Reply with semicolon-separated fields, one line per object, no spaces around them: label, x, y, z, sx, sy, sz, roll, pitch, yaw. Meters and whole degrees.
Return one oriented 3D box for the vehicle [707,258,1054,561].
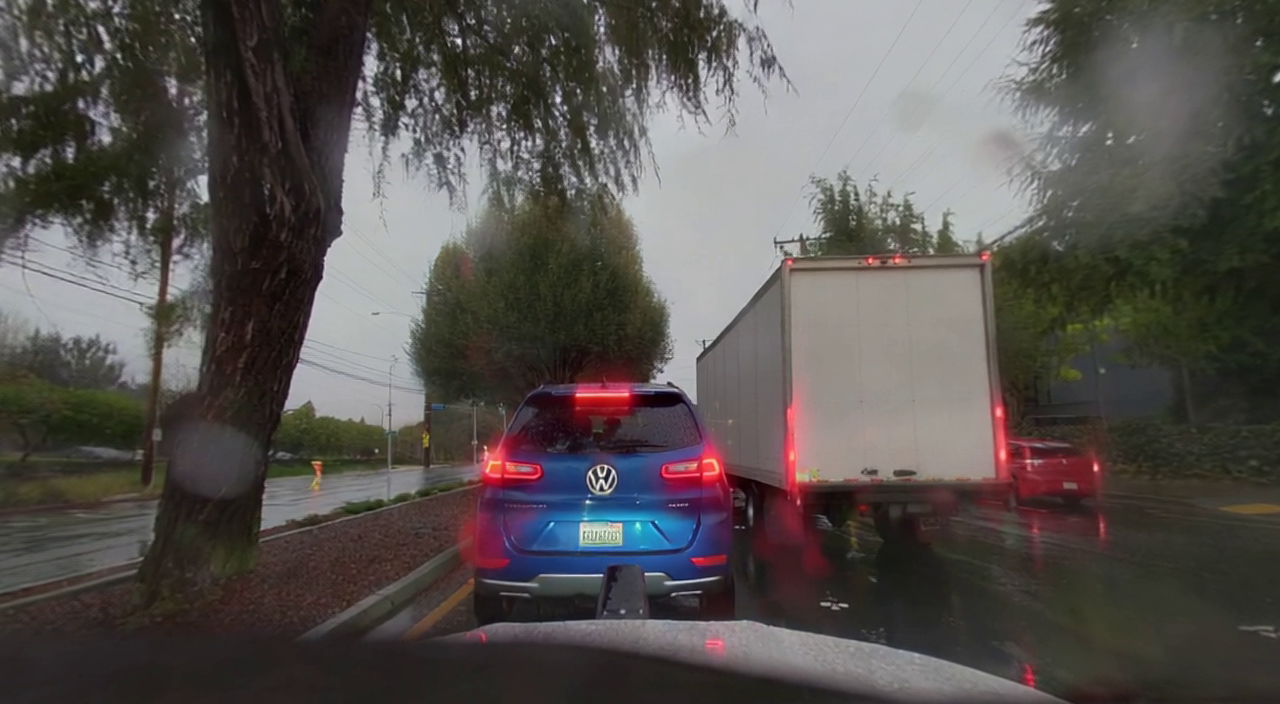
vehicle;3.240;1.258;11.820;2.915;3.559;8.848;0;-8;0

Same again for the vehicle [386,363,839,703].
vehicle;-0.123;1.226;5.136;2.114;1.732;4.230;0;-8;0

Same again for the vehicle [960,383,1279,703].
vehicle;2.824;0.743;1.189;1.971;1.484;4.728;0;-8;0
